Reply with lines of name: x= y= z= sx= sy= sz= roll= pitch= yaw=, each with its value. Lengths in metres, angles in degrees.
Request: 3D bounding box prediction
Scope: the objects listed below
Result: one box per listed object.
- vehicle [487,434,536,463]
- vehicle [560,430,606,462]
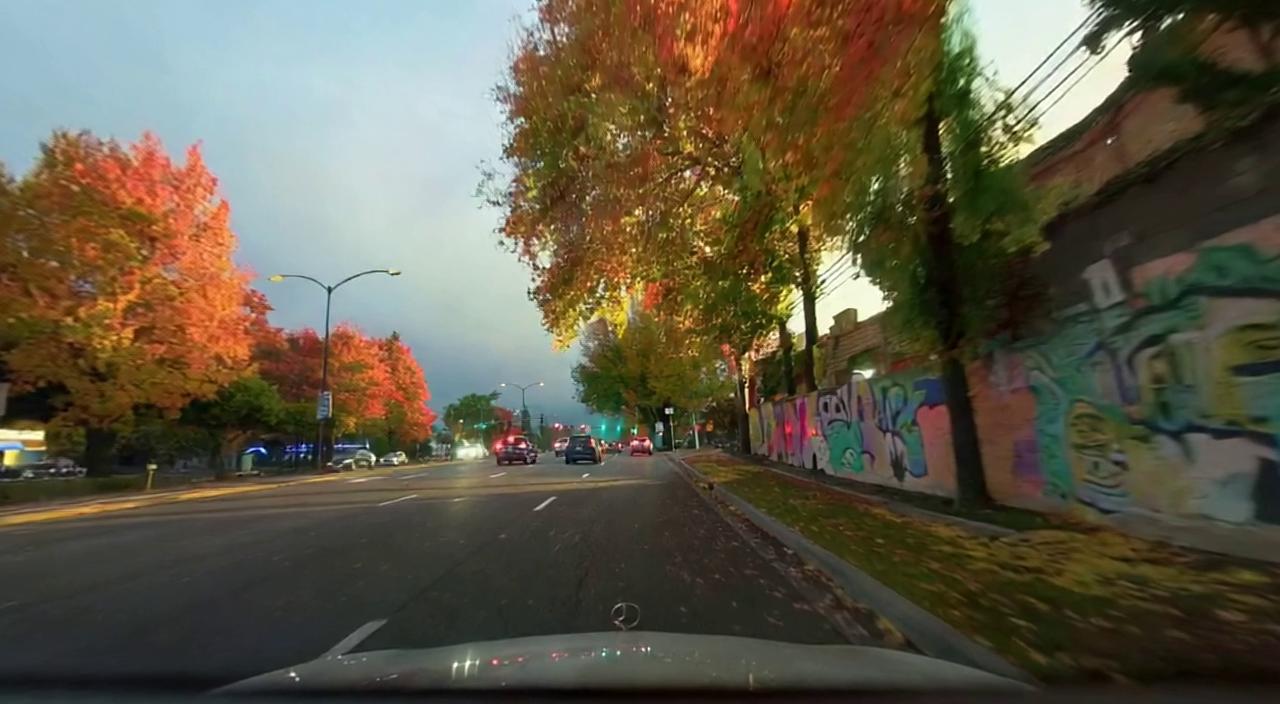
vehicle: x=-7.548 y=5.747 z=37.421 sx=1.932 sy=1.596 sz=4.247 roll=0 pitch=-9 yaw=1
vehicle: x=-3.199 y=5.403 z=36.186 sx=2.165 sy=1.663 sz=4.513 roll=0 pitch=-9 yaw=1
